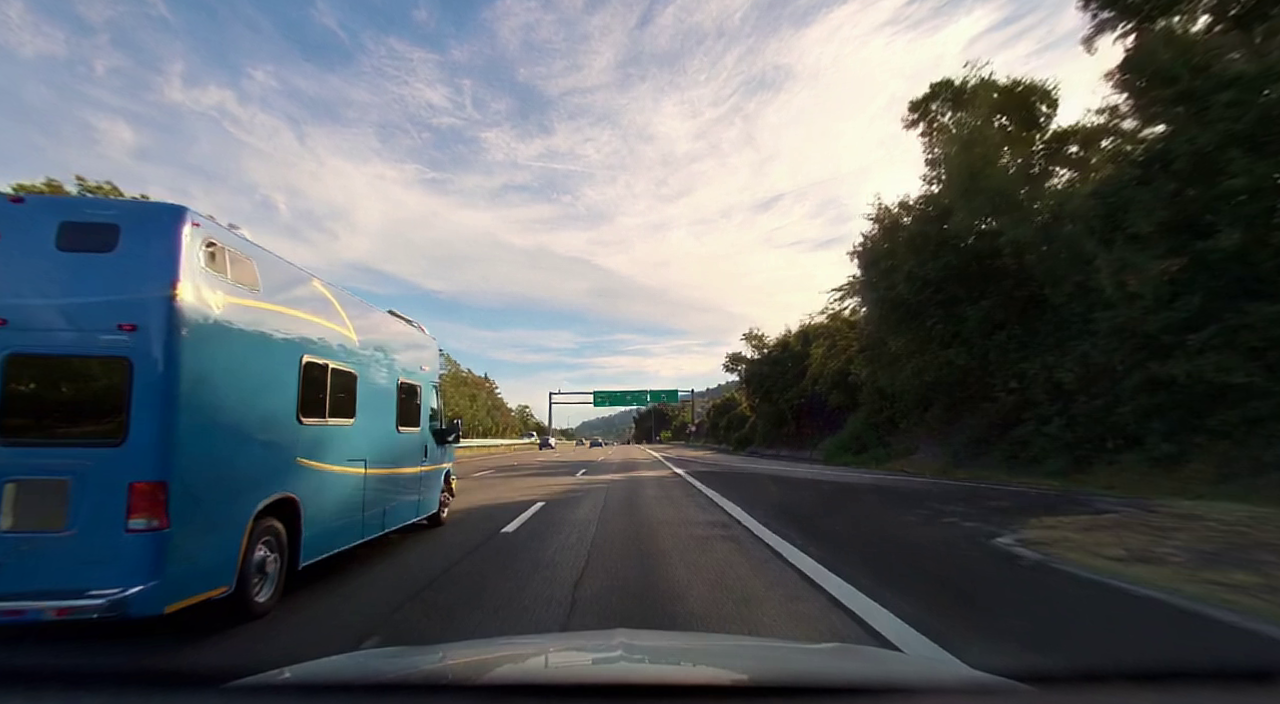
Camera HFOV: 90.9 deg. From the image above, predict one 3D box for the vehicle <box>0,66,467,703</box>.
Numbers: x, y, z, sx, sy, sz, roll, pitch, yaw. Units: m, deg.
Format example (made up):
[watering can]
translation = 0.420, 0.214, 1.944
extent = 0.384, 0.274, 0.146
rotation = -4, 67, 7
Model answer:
[vehicle]
translation = -4.022, 0.646, 6.476
extent = 2.676, 3.269, 7.388
rotation = 1, -6, -3
